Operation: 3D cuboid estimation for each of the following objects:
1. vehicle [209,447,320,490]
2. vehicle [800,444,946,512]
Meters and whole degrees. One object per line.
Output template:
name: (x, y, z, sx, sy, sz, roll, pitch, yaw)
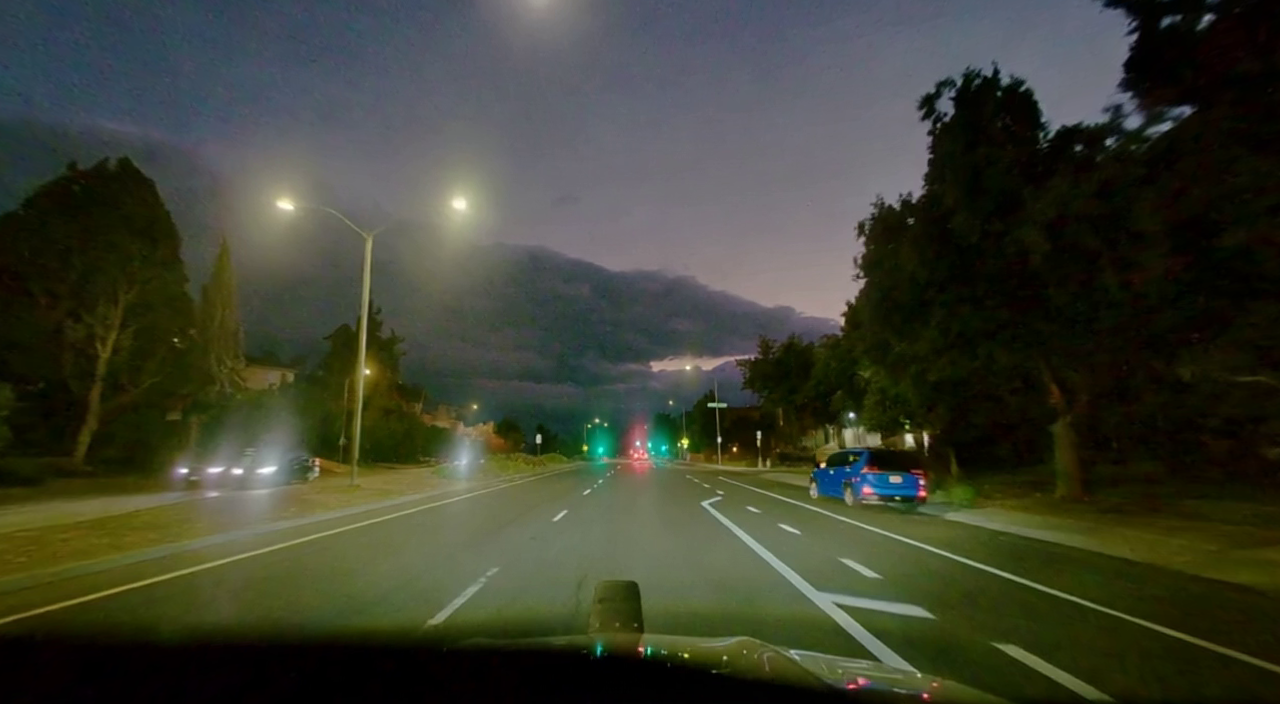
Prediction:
vehicle: (-16.415, 5.066, 27.976, 2.060, 1.721, 4.479, 0, -9, 1)
vehicle: (5.885, 3.214, 16.653, 2.041, 1.519, 4.481, 0, -9, -1)
